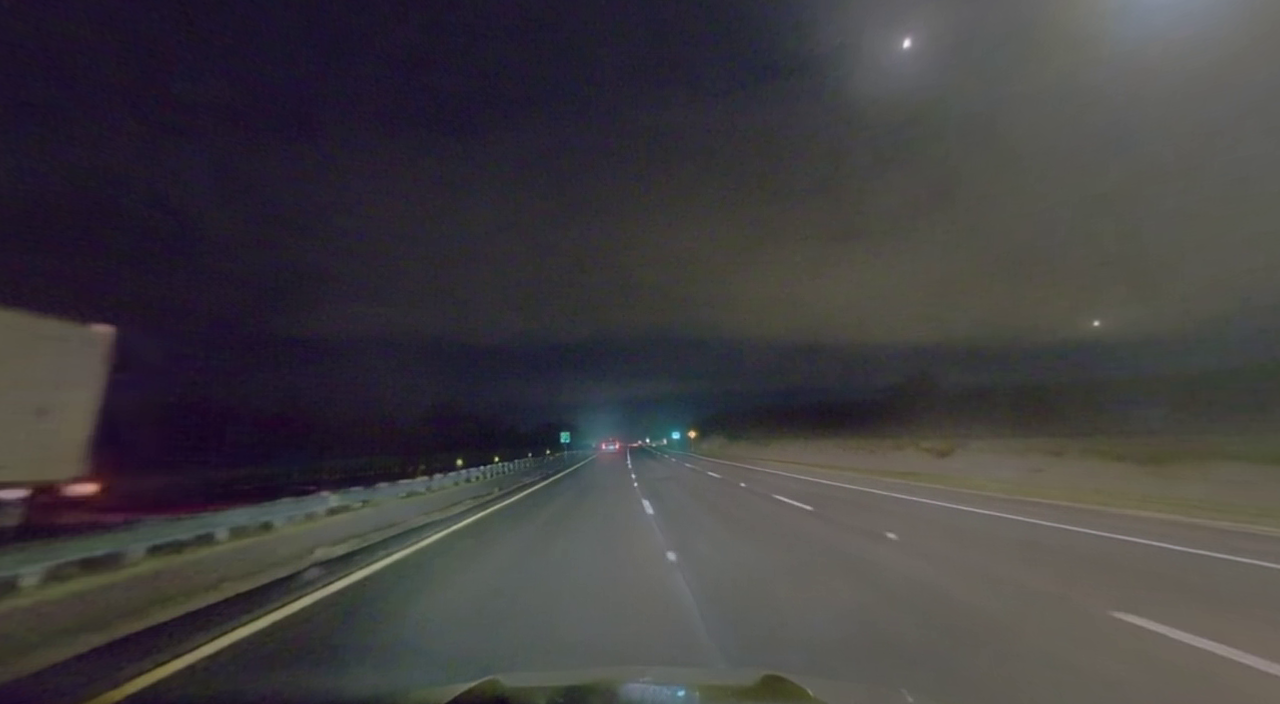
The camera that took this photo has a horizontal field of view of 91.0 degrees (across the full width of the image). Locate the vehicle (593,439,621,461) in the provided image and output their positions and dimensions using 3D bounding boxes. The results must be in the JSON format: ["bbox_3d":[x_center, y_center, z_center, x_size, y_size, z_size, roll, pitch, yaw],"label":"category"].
[{"bbox_3d":[-2.489,7.472,48.052,2.009,1.554,4.013,0,-8,-1],"label":"vehicle"}]
